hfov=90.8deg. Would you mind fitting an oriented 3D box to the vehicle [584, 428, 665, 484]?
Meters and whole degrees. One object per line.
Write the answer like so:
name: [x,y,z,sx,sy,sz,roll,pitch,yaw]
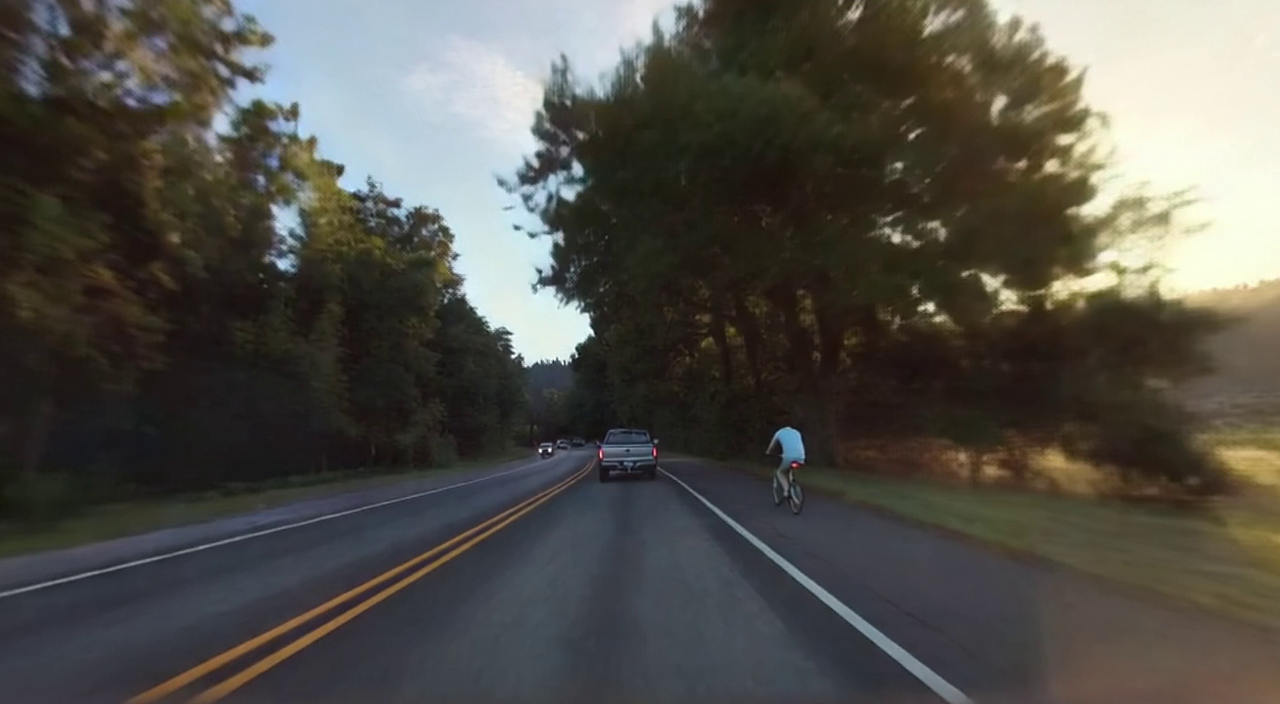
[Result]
vehicle: [-0.647,3.798,23.332,2.631,1.798,5.331,0,-8,-3]
